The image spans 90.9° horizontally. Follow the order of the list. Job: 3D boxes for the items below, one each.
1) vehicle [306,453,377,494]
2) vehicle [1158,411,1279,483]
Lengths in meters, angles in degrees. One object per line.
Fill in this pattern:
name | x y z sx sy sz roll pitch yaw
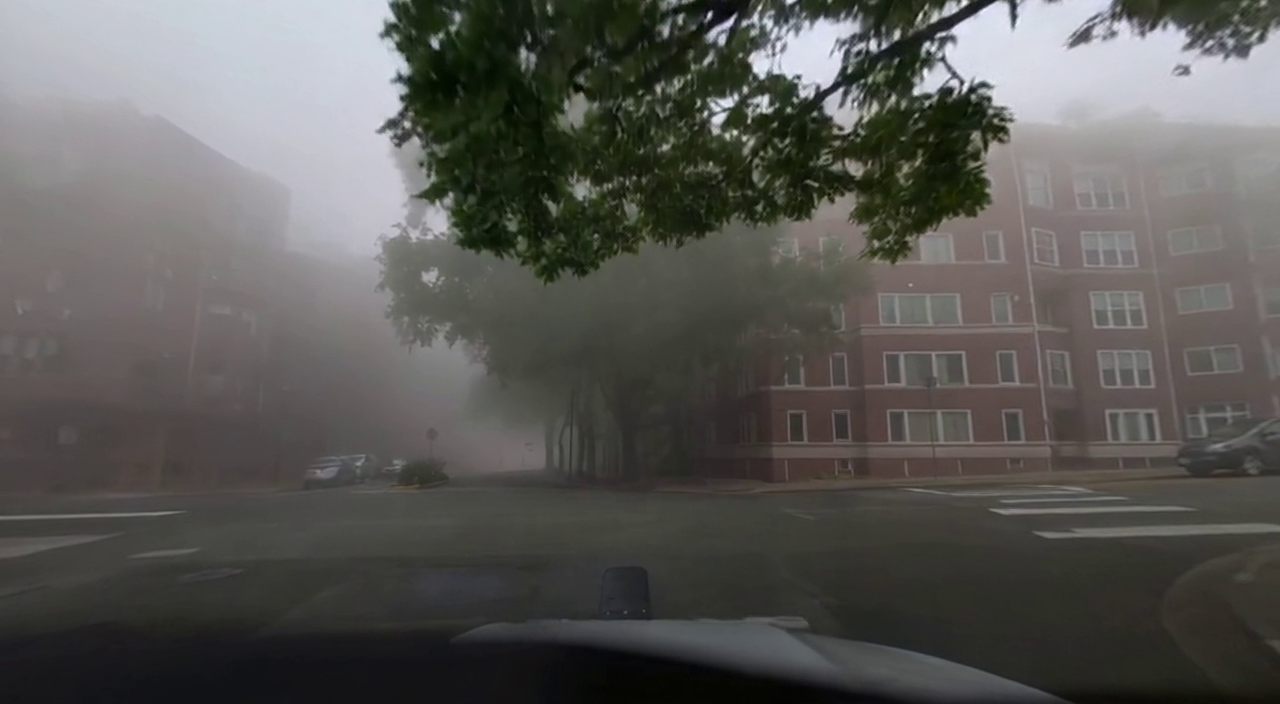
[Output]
vehicle | -13.211 5.336 28.150 2.027 1.475 4.522 0 -8 -15
vehicle | 18.405 2.643 17.902 5.213 1.850 2.126 -3 -10 4
